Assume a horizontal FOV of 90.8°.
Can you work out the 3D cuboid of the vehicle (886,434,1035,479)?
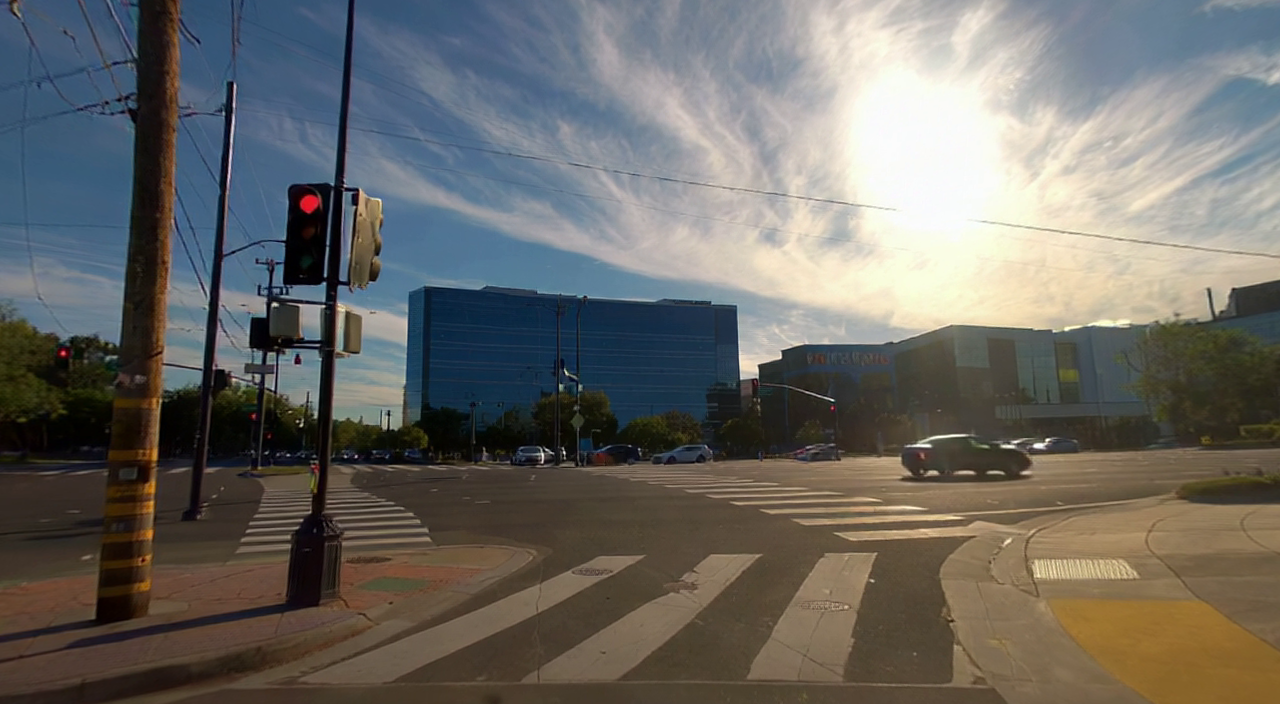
[{"bbox_3d":[11.628,3.776,22.992,4.700,1.479,2.095,3,-9,-20],"label":"vehicle"}]

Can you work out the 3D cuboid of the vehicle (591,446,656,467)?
[{"bbox_3d":[-1.154,7.551,45.813,4.391,1.451,1.717,4,-9,-26],"label":"vehicle"}]

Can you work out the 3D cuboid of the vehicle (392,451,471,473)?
[{"bbox_3d":[-14.140,7.446,42.979,4.837,1.407,1.818,4,-9,-26],"label":"vehicle"}]
